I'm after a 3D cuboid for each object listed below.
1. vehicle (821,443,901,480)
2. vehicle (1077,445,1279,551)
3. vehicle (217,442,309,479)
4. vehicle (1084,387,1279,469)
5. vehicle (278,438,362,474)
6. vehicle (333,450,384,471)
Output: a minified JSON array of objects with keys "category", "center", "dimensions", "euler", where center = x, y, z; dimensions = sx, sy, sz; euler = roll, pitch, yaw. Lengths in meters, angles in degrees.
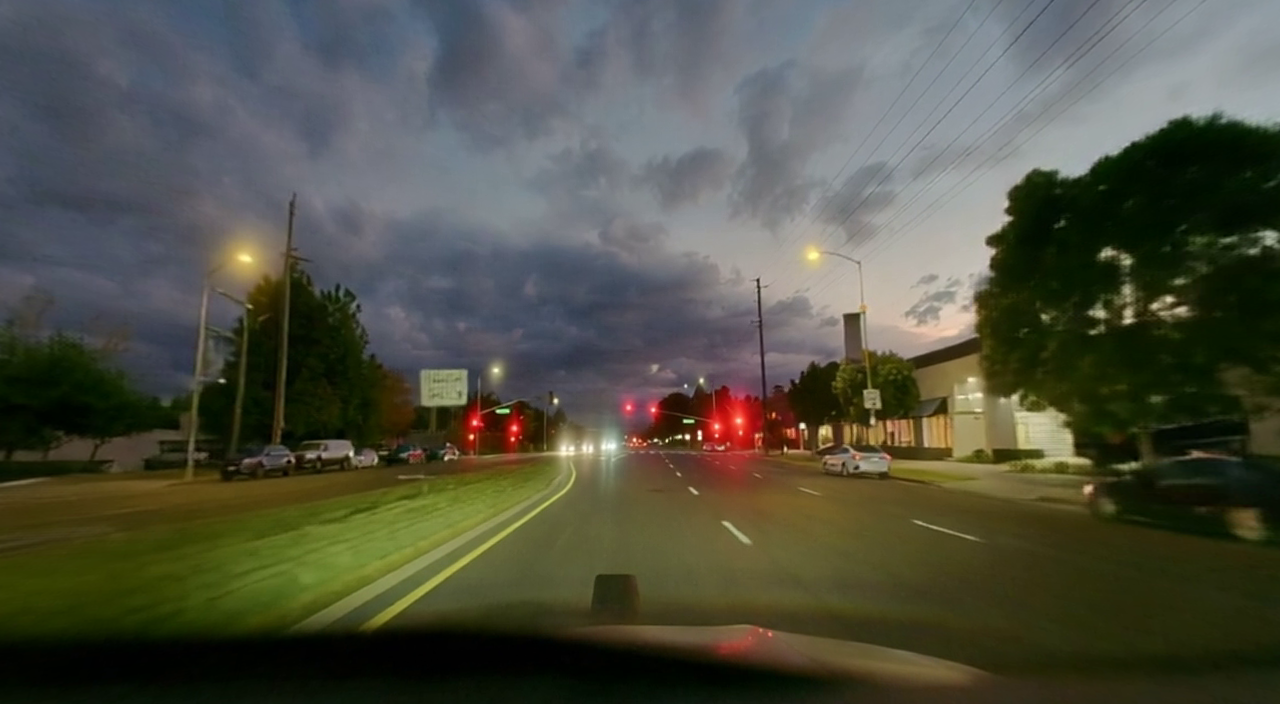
[{"category":"vehicle","center":[9.960,4.964,28.946],"dimensions":[1.919,1.546,4.730],"euler":[0,-9,0]},{"category":"vehicle","center":[9.865,2.295,10.507],"dimensions":[1.926,1.464,4.436],"euler":[0,-9,-1]},{"category":"vehicle","center":[-19.424,5.604,32.833],"dimensions":[1.966,1.753,4.634],"euler":[0,-9,-2]},{"category":"vehicle","center":[18.875,2.732,22.017],"dimensions":[2.179,2.441,5.974],"euler":[0,-9,-3]},{"category":"vehicle","center":[-19.176,6.215,38.207],"dimensions":[2.085,1.957,5.548],"euler":[-1,-8,1]},{"category":"vehicle","center":[-19.080,7.339,42.983],"dimensions":[1.928,1.336,3.353],"euler":[0,-9,0]}]
